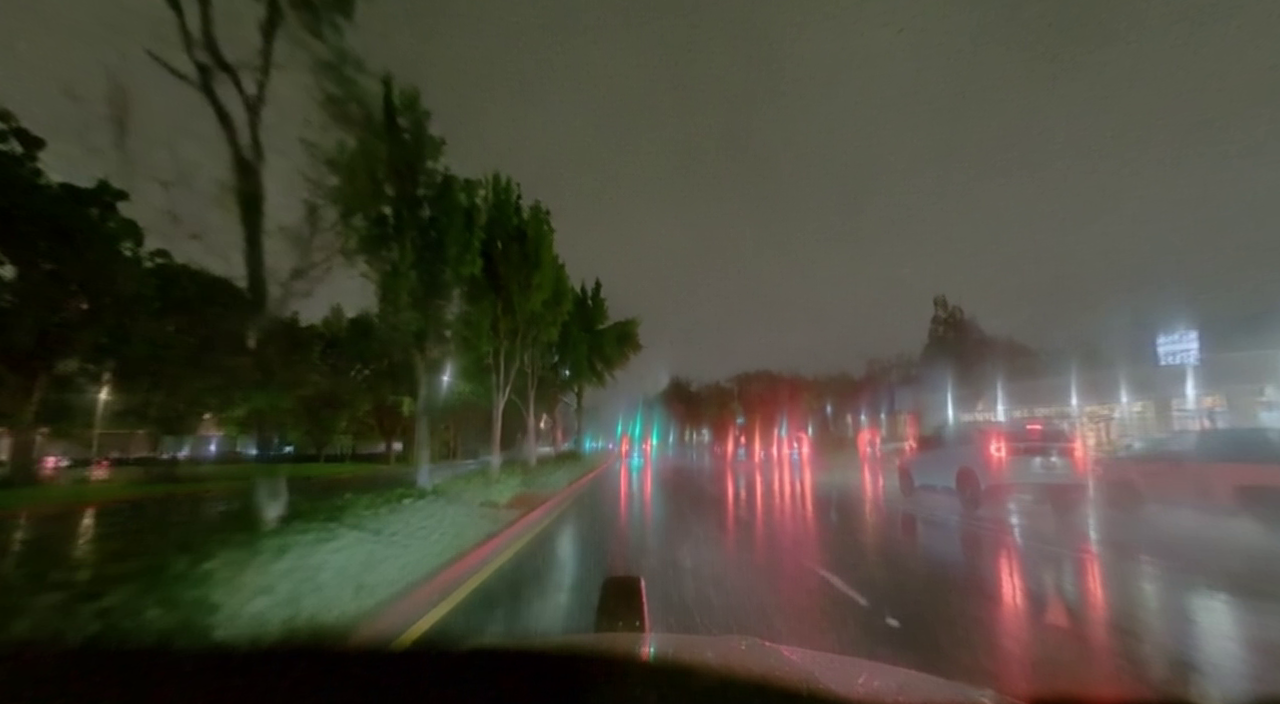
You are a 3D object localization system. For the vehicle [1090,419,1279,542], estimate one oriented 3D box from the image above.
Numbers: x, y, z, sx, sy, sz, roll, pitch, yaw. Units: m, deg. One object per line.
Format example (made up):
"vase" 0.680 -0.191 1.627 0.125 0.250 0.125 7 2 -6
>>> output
"vehicle" 10.315 2.042 10.353 1.988 1.783 5.324 0 -9 1

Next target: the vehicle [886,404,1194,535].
"vehicle" 7.073 2.172 12.304 2.240 1.923 5.678 0 -8 -1

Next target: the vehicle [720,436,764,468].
"vehicle" 6.216 6.123 38.945 1.955 1.845 4.538 0 -8 0

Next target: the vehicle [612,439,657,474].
"vehicle" -0.266 4.993 30.507 2.037 1.568 3.693 0 -8 0
